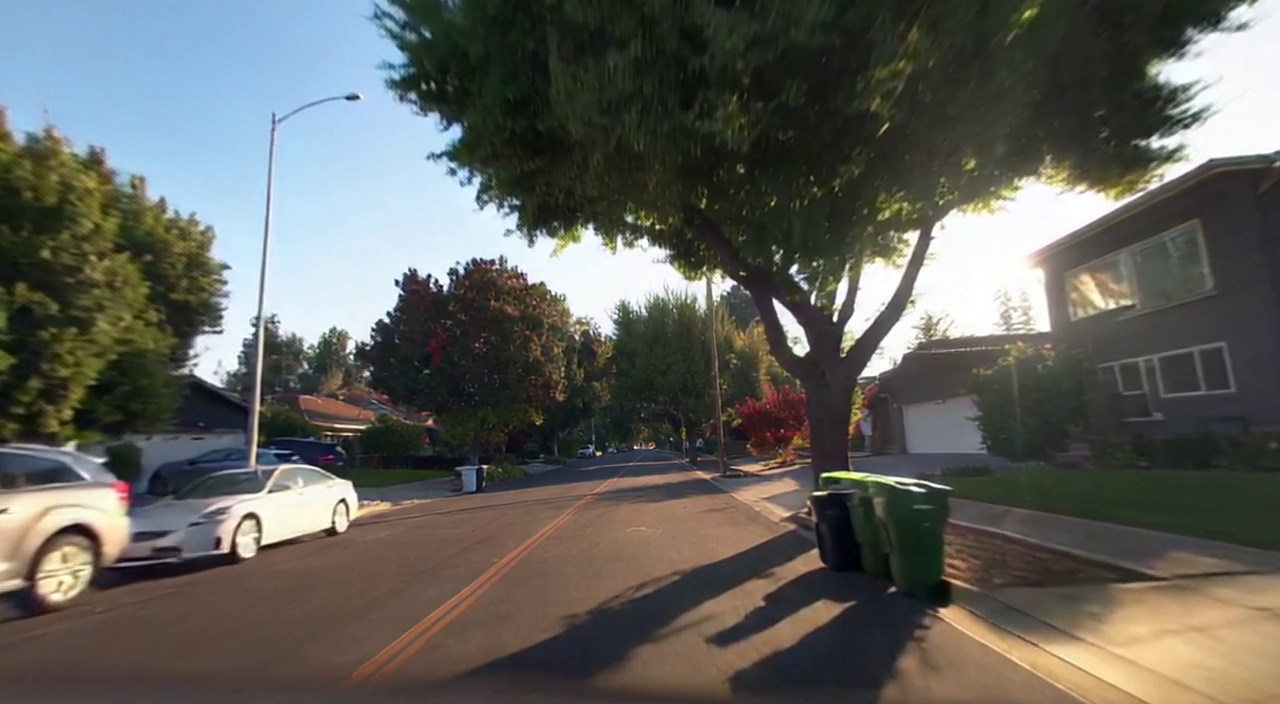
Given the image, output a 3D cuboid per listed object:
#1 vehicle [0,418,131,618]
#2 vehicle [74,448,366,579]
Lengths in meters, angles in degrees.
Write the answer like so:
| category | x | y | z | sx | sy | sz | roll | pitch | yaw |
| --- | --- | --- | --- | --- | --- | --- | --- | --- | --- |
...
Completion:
| category | x | y | z | sx | sy | sz | roll | pitch | yaw |
| --- | --- | --- | --- | --- | --- | --- | --- | --- | --- |
| vehicle | -6.587 | 1.438 | 4.644 | 1.890 | 1.723 | 4.539 | -6 | -7 | 1 |
| vehicle | -6.445 | 2.447 | 10.431 | 1.880 | 1.458 | 4.292 | -4 | -7 | 1 |
